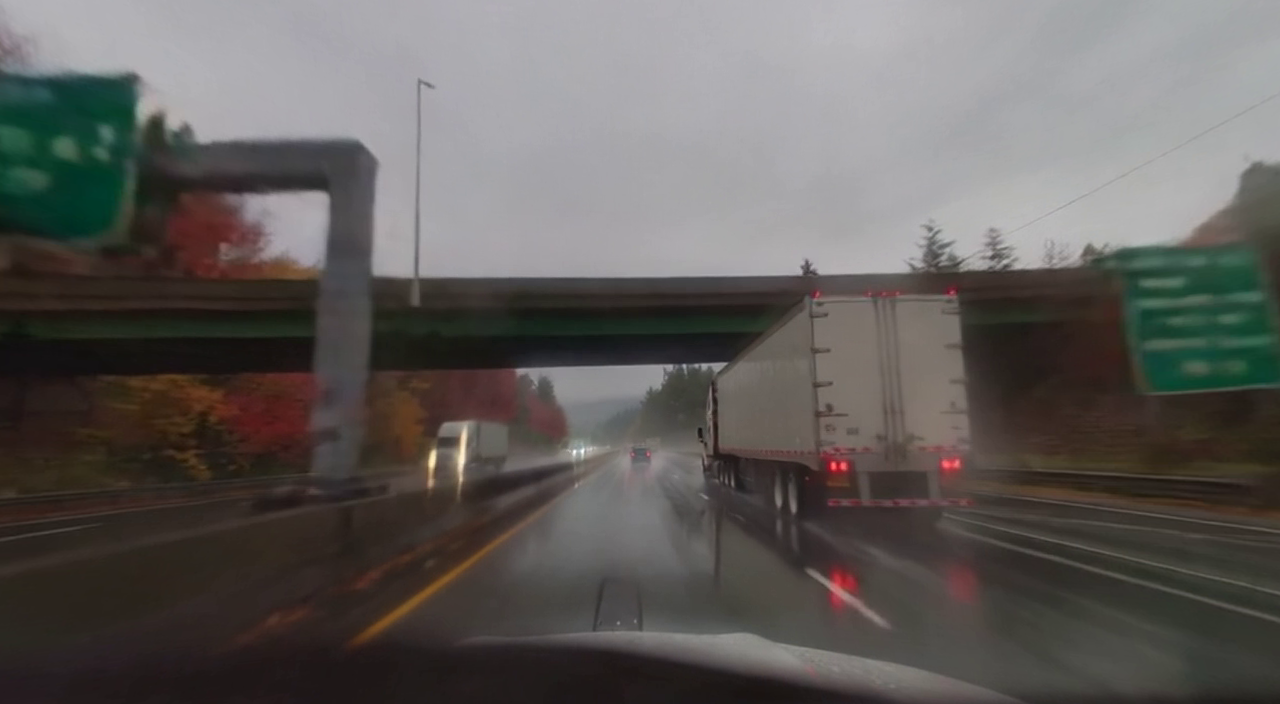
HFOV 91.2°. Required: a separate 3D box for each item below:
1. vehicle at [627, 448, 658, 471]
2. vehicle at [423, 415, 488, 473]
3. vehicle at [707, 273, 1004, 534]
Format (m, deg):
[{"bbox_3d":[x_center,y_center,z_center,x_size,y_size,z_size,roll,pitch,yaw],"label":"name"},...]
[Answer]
[{"bbox_3d":[0.164,7.130,41.819,1.961,1.454,3.755,0,-9,0],"label":"vehicle"},{"bbox_3d":[-14.102,7.096,48.475,3.170,4.126,5.938,0,-8,0],"label":"vehicle"},{"bbox_3d":[4.228,1.905,17.382,2.956,4.281,14.327,0,-9,-1],"label":"vehicle"}]
